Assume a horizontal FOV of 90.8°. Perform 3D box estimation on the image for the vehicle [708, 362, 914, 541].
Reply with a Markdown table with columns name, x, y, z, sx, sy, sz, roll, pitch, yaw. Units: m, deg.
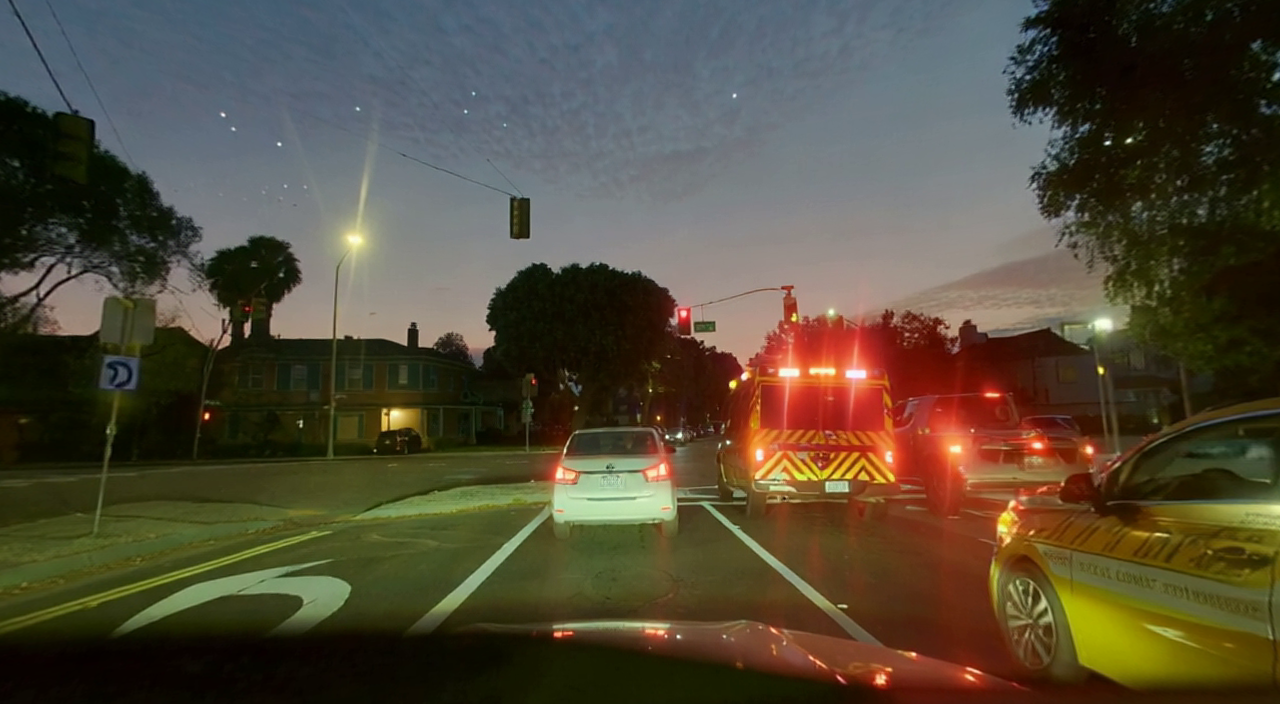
| name | x | y | z | sx | sy | sz | roll | pitch | yaw |
| --- | --- | --- | --- | --- | --- | --- | --- | --- | --- |
| vehicle | 2.880 | 1.896 | 12.373 | 2.406 | 2.687 | 5.521 | 0 | -8 | 0 |

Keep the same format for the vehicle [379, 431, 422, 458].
| name | x | y | z | sx | sy | sz | roll | pitch | yaw |
| --- | --- | --- | --- | --- | --- | --- | --- | --- | --- |
| vehicle | -17.725 | 6.878 | 46.868 | 2.246 | 1.880 | 4.454 | 1 | -8 | -12 |

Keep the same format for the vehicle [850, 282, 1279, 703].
| name | x | y | z | sx | sy | sz | roll | pitch | yaw |
| --- | --- | --- | --- | --- | --- | --- | --- | --- | --- |
| vehicle | 2.854 | 0.892 | 2.878 | 2.194 | 1.820 | 4.652 | 0 | -8 | 0 |

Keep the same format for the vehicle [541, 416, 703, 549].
| name | x | y | z | sx | sy | sz | roll | pitch | yaw |
| --- | --- | --- | --- | --- | --- | --- | --- | --- | --- |
| vehicle | -0.269 | 1.978 | 10.188 | 2.114 | 1.707 | 3.725 | 0 | -8 | -1 |
